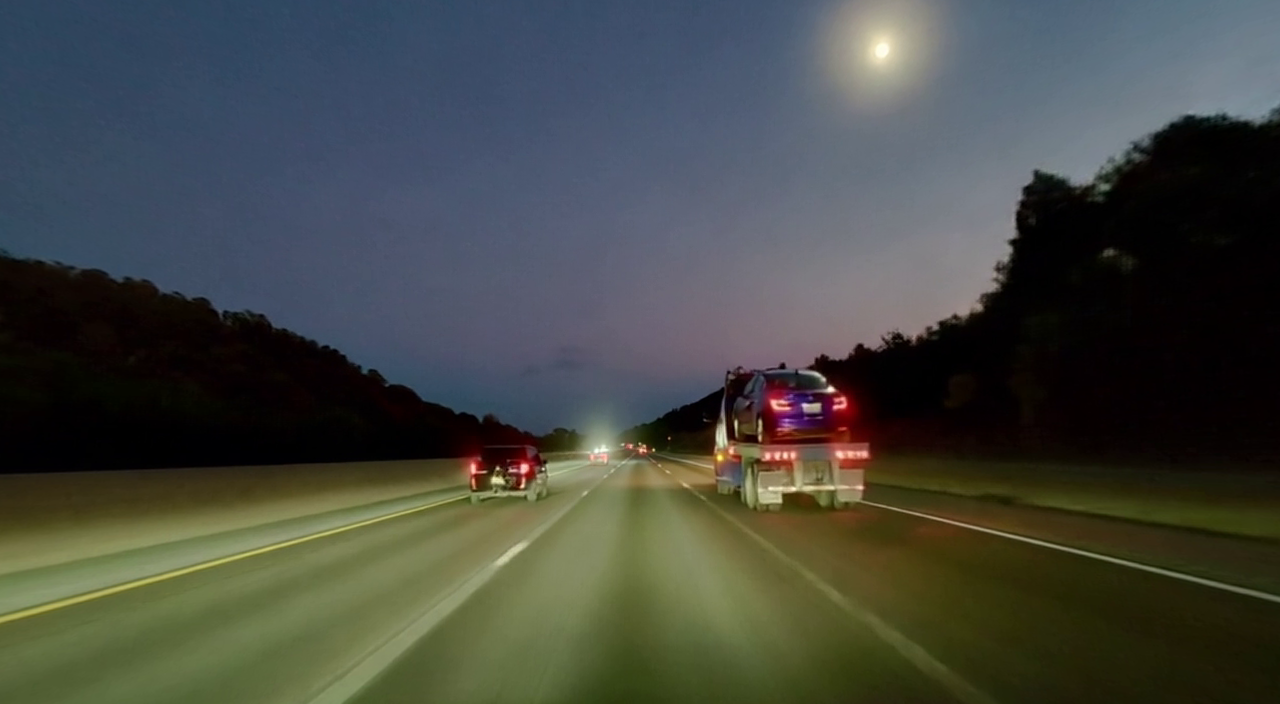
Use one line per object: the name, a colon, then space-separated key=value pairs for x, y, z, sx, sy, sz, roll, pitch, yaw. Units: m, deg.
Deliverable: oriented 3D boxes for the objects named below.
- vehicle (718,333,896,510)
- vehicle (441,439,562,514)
vehicle: x=3.989 y=1.931 z=16.774 sx=3.016 sy=3.891 sz=5.767 roll=0 pitch=-9 yaw=-1
vehicle: x=-3.117 y=2.899 z=15.146 sx=1.944 sy=1.548 sz=4.051 roll=0 pitch=-9 yaw=1
